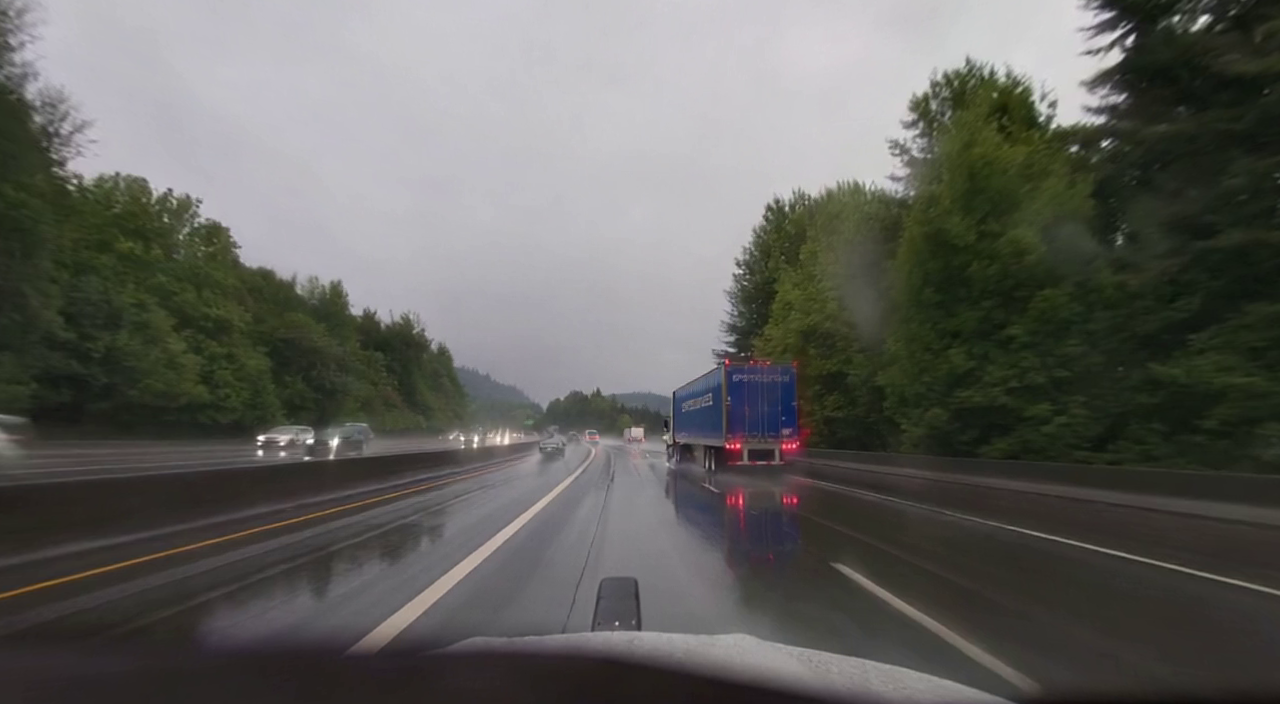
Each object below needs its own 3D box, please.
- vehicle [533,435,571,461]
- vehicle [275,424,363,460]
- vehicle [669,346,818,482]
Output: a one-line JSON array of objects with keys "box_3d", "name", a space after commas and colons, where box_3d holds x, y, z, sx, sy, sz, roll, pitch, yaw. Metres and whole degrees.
[{"box_3d": [-5.516, 6.049, 39.900, 2.030, 1.547, 3.862, 0, -8, -3], "name": "vehicle"}, {"box_3d": [-15.723, 4.436, 31.170, 2.130, 1.667, 4.524, 0, -8, -2], "name": "vehicle"}, {"box_3d": [3.438, 2.799, 26.040, 2.910, 4.051, 14.278, 0, -8, -3], "name": "vehicle"}]
